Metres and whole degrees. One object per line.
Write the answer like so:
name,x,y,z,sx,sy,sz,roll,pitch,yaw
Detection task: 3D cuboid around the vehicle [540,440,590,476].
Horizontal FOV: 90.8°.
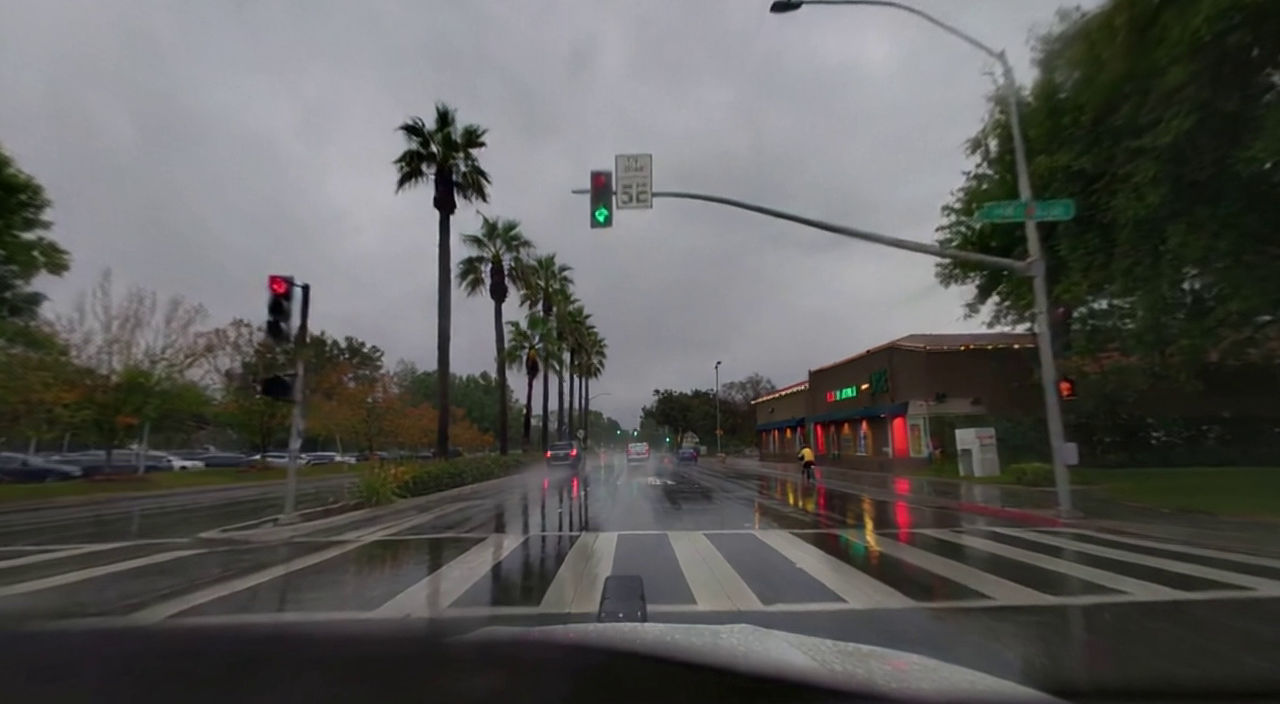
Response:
vehicle,-3.922,5.619,33.701,2.071,1.744,4.500,0,-9,1

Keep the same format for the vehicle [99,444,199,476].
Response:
vehicle,-34.427,7.576,44.409,5.109,2.014,2.269,-2,-10,2

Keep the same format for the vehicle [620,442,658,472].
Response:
vehicle,-0.108,6.062,36.588,2.102,1.653,3.698,0,-9,-1
